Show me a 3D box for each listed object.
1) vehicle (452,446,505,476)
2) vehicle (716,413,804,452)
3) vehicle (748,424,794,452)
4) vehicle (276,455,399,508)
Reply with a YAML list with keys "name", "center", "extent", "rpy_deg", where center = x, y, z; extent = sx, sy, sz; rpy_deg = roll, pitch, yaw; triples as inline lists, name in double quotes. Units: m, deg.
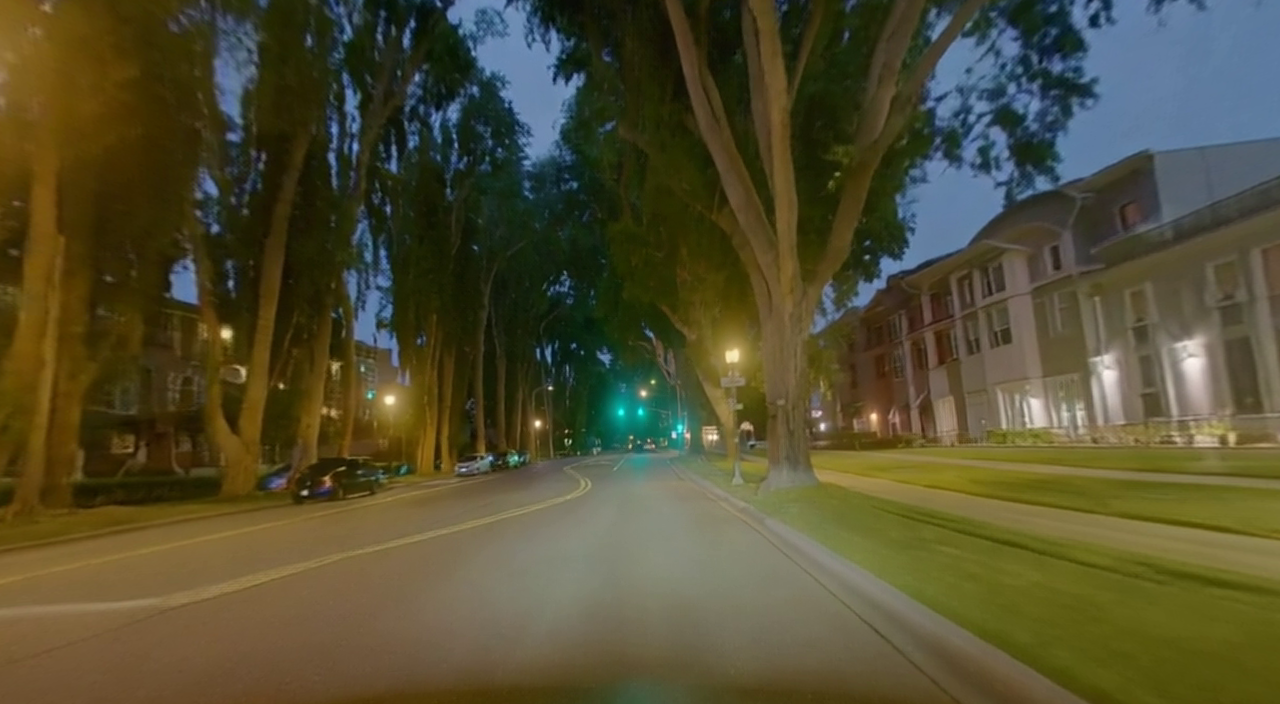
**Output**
- name: "vehicle"
  center: [-10.336, 6.979, 40.711]
  extent: [1.995, 1.657, 4.609]
  rpy_deg: [-4, -8, 3]
- name: "vehicle"
  center: [9.092, 6.136, 47.853]
  extent: [6.019, 2.672, 2.563]
  rpy_deg: [-5, -9, 27]
- name: "vehicle"
  center: [8.815, 5.850, 42.909]
  extent: [1.999, 1.753, 4.995]
  rpy_deg: [0, -8, -1]
- name: "vehicle"
  center: [-10.061, 4.305, 21.434]
  extent: [1.892, 1.484, 4.576]
  rpy_deg: [0, -8, 0]
